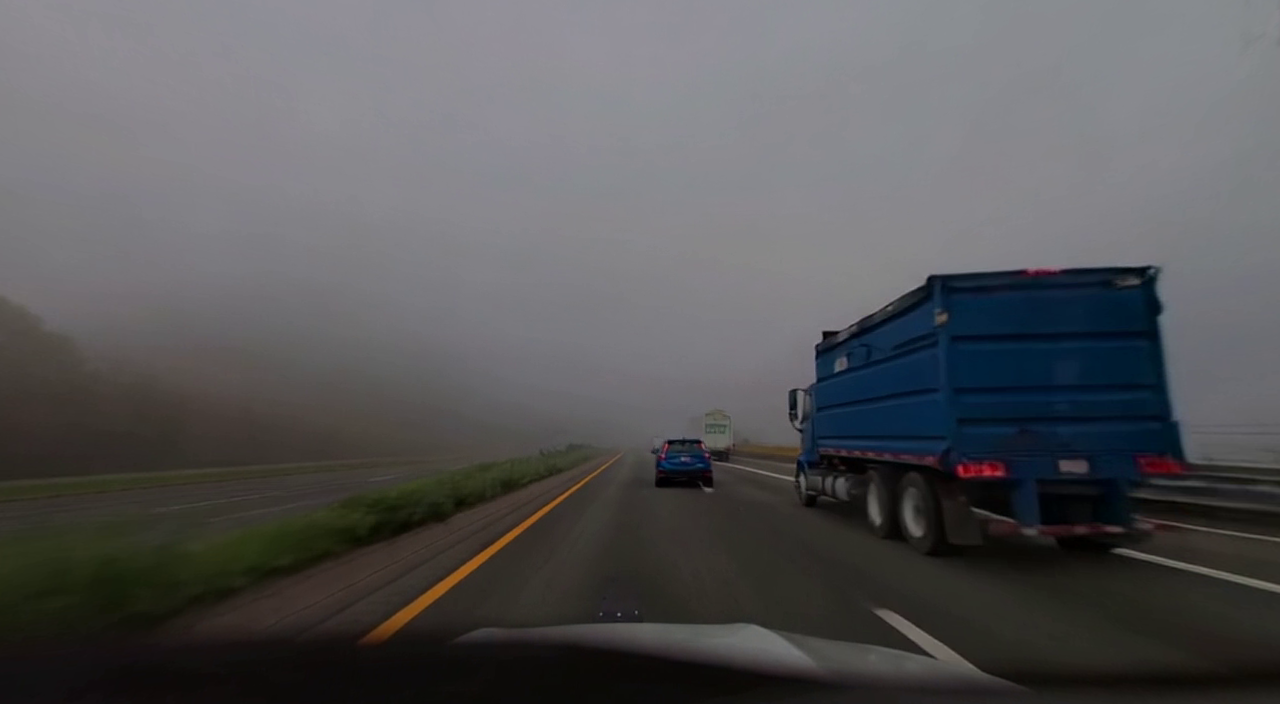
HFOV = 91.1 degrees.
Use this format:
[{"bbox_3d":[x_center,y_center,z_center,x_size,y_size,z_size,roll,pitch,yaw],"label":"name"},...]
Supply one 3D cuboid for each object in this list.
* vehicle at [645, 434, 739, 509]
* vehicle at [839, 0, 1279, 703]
[{"bbox_3d":[1.152,2.911,15.988,2.038,1.624,4.312,0,-8,0],"label":"vehicle"},{"bbox_3d":[4.881,-0.343,2.356,3.129,4.126,14.913,0,-8,-1],"label":"vehicle"}]
